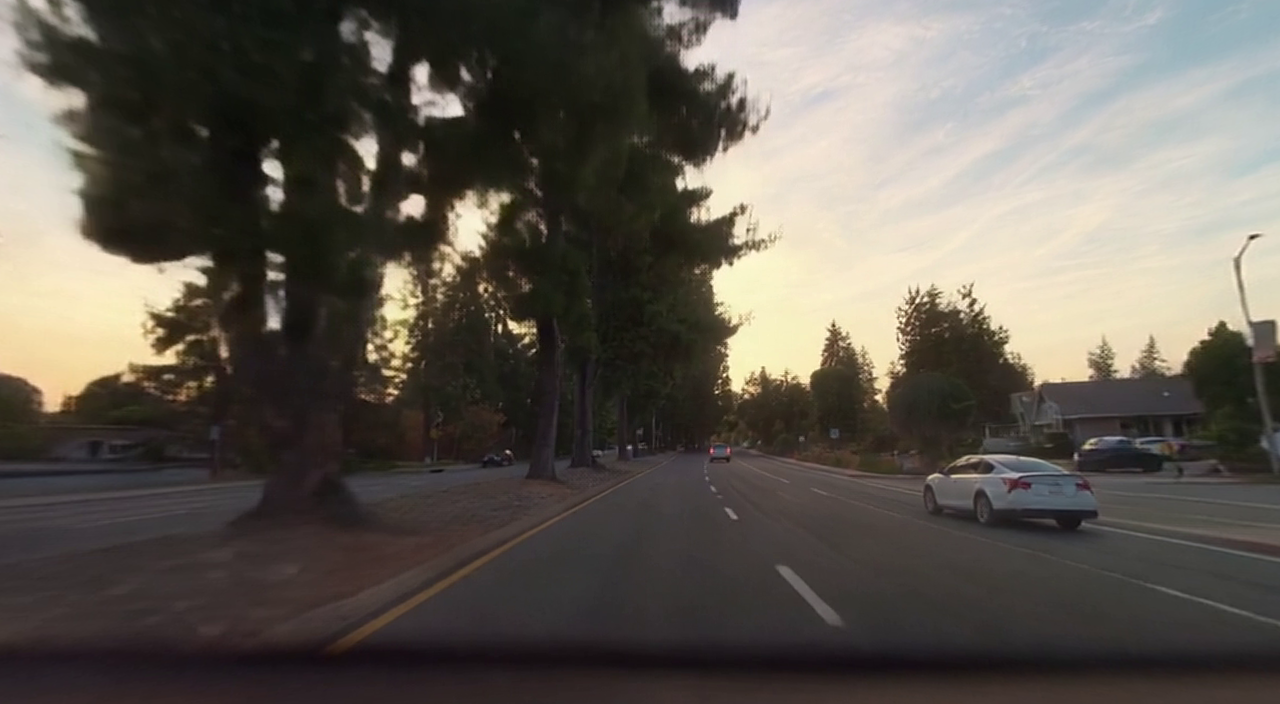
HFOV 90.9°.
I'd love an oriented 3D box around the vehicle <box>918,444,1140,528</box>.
[{"bbox_3d":[7.782,2.678,13.260,1.855,1.444,4.389,0,-8,0],"label":"vehicle"}]
